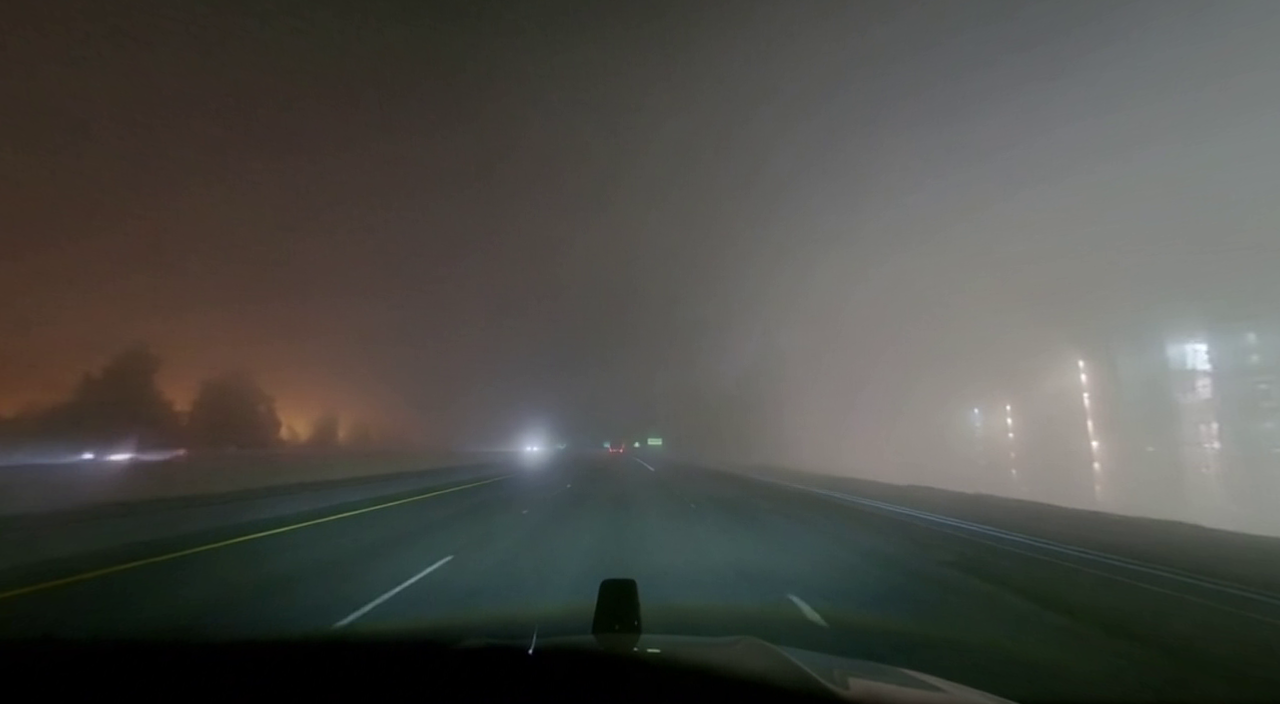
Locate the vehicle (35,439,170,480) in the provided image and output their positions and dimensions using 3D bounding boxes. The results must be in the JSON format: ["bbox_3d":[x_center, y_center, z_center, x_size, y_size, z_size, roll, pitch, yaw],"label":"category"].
[{"bbox_3d":[-21.025,4.223,24.757,1.816,1.477,3.941,0,-9,0],"label":"vehicle"}]
